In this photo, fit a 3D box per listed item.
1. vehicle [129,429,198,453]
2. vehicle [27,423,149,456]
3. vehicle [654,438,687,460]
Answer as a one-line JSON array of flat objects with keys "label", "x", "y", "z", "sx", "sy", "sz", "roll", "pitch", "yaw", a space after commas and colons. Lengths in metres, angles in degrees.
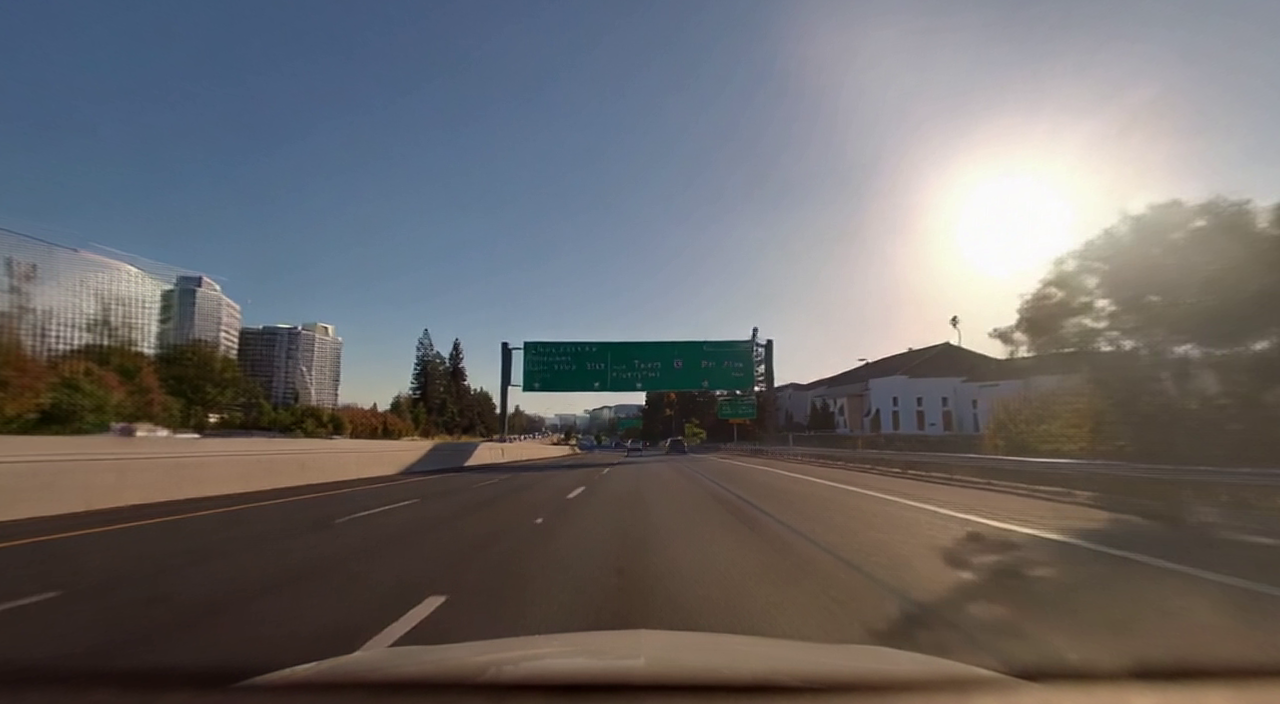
[{"label": "vehicle", "x": -33.453, "y": 6.276, "z": 44.402, "sx": 1.852, "sy": 1.606, "sz": 3.908, "roll": 0, "pitch": -8, "yaw": -1}, {"label": "vehicle", "x": -26.312, "y": 4.216, "z": 30.302, "sx": 1.791, "sy": 1.455, "sz": 4.487, "roll": 0, "pitch": -8, "yaw": 0}, {"label": "vehicle", "x": 2.113, "y": 6.981, "z": 45.541, "sx": 2.036, "sy": 1.486, "sz": 4.375, "roll": 0, "pitch": -8, "yaw": -2}]
